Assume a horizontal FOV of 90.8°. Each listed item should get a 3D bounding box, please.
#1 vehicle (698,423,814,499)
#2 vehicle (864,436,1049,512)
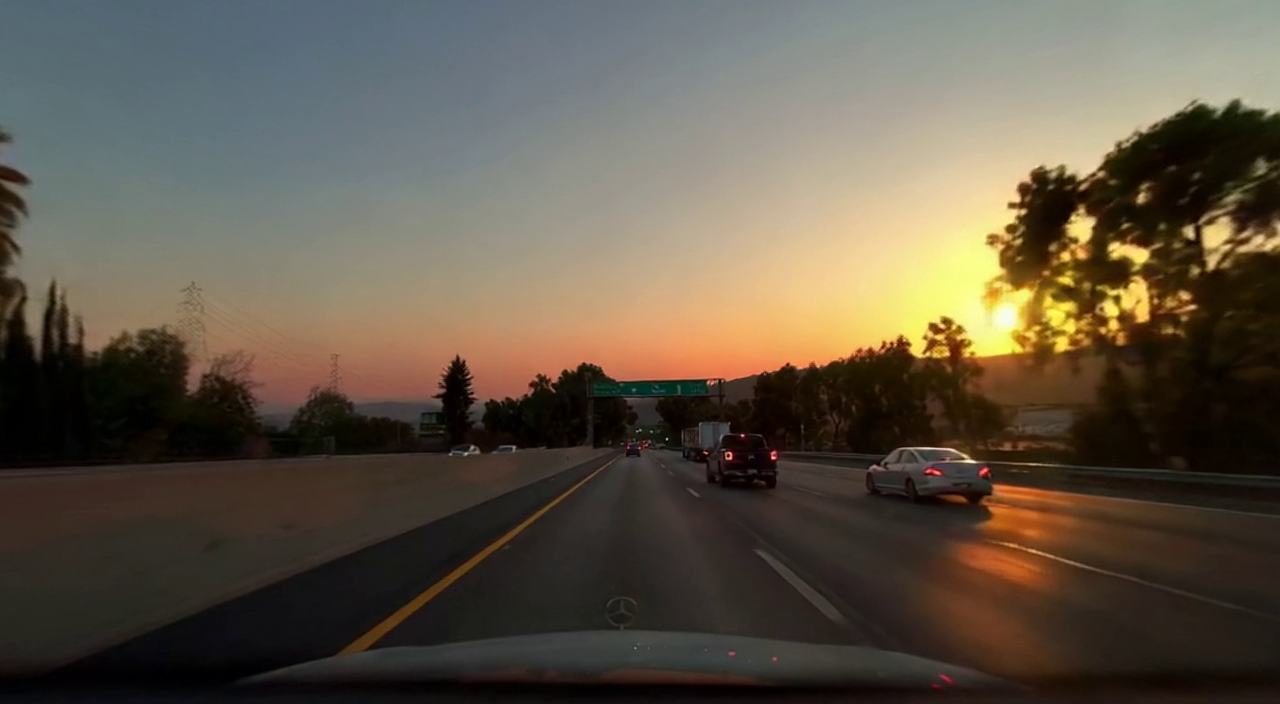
[{"bbox_3d":[3.027,3.000,17.786,2.258,1.824,4.908,0,-9,-1],"label":"vehicle"},{"bbox_3d":[6.866,2.674,14.303,2.009,1.456,4.097,0,-9,-1],"label":"vehicle"}]
